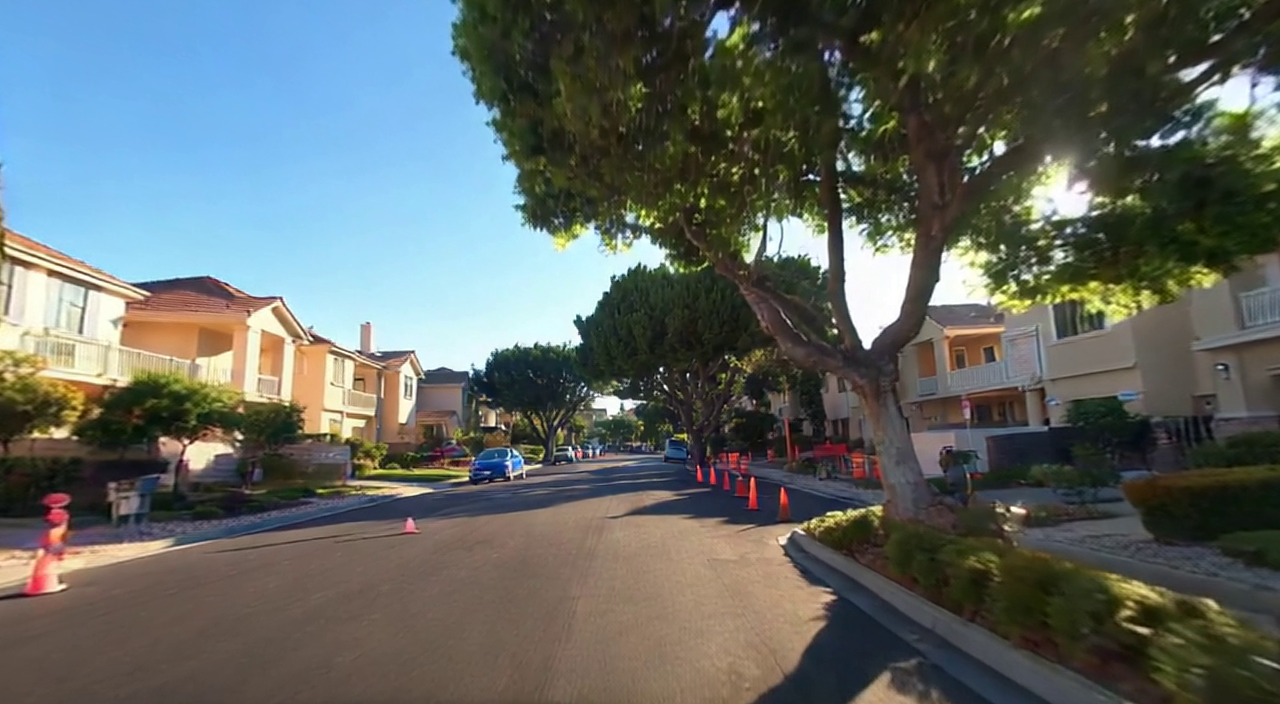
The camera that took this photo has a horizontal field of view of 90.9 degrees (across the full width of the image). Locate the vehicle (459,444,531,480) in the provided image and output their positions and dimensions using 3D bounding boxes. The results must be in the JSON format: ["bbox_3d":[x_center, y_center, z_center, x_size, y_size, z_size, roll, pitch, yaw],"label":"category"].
[{"bbox_3d":[-6.527,4.997,28.907,2.137,1.481,4.503,0,-8,1],"label":"vehicle"}]
